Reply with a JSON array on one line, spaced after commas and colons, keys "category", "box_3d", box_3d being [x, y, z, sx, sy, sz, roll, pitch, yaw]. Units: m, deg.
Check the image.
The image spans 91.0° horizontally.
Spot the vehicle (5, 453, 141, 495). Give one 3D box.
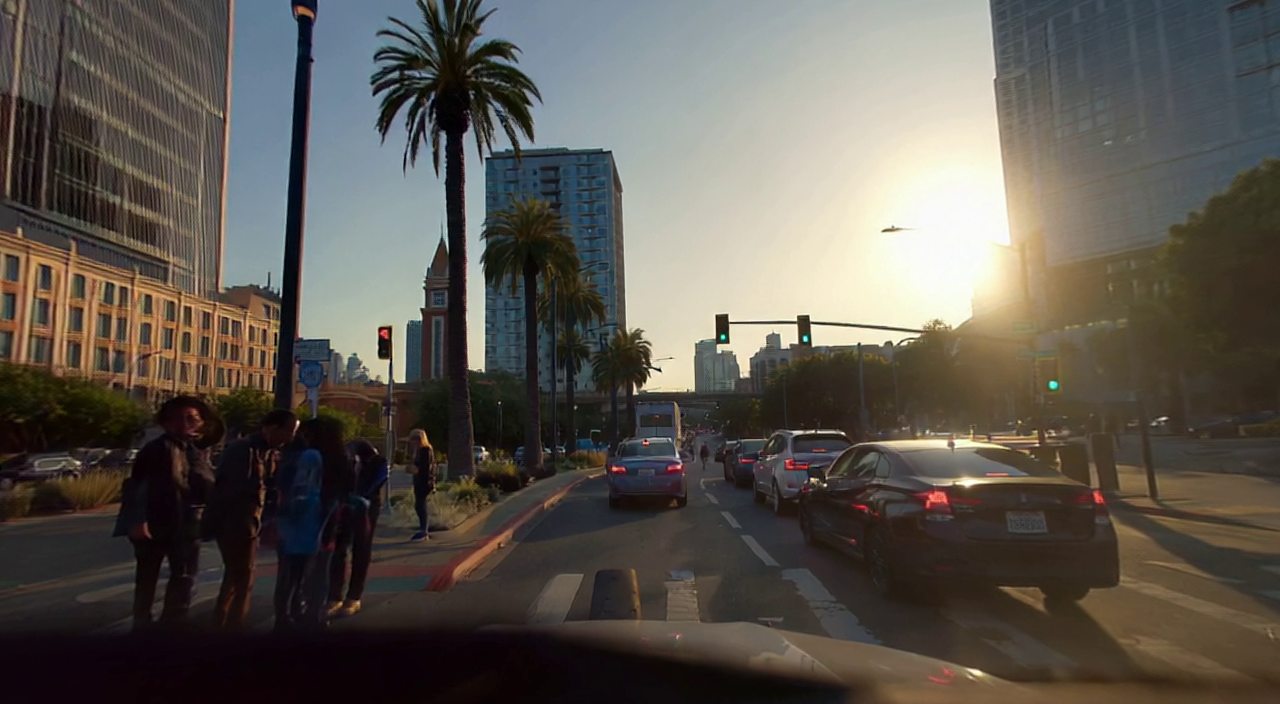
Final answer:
[{"category": "vehicle", "box_3d": [-26.698, 5.715, 29.922, 2.105, 1.793, 4.812, 0, -9, -3]}]

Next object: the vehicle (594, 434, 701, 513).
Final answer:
[{"category": "vehicle", "box_3d": [0.171, 2.617, 14.013, 2.048, 1.503, 3.681, 0, -9, 1]}]

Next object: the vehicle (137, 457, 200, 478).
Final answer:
[{"category": "vehicle", "box_3d": [-36.849, 9.004, 49.307, 1.700, 1.527, 4.445, 1, -9, -4]}]

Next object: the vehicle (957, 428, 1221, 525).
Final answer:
[{"category": "vehicle", "box_3d": [8.177, 2.283, 12.096, 1.859, 1.508, 4.259, 0, -9, -1]}]

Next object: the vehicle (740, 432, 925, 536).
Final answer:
[{"category": "vehicle", "box_3d": [3.119, 2.236, 11.287, 1.913, 1.469, 4.425, 0, -9, 0]}]

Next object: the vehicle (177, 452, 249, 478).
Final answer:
[{"category": "vehicle", "box_3d": [-30.729, 8.102, 45.471, 1.946, 1.696, 4.595, 0, -8, -1]}]
